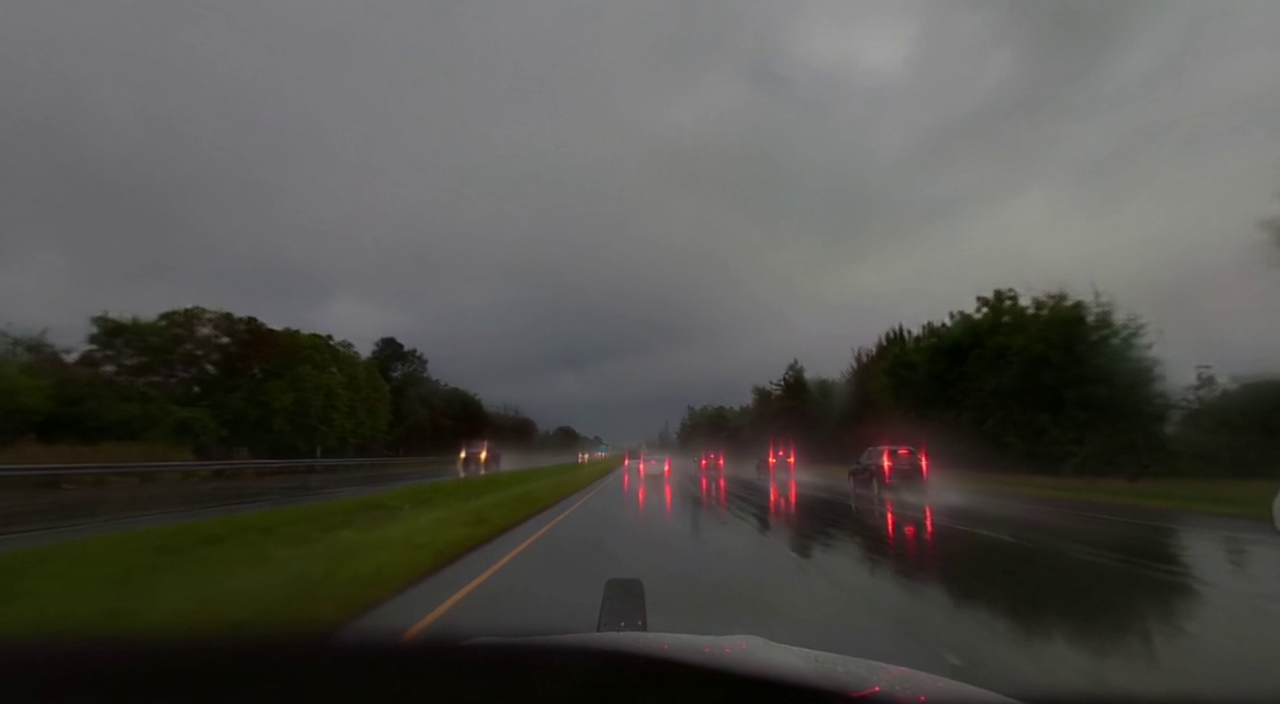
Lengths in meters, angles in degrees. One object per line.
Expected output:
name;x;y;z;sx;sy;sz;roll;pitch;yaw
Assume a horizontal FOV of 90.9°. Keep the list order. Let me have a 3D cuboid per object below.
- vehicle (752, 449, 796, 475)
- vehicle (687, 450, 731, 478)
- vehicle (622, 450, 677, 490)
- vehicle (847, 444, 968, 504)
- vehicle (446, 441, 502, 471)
vehicle;8.640;7.136;40.961;1.957;1.594;3.632;0;-9;-1
vehicle;3.963;6.502;36.834;1.981;1.518;4.029;0;-9;-1
vehicle;0.366;4.652;25.109;2.020;1.426;3.702;0;-9;0
vehicle;7.689;3.507;18.556;1.847;1.554;3.752;0;-9;-1
vehicle;-9.404;5.947;36.124;2.037;1.589;4.257;0;-9;0
